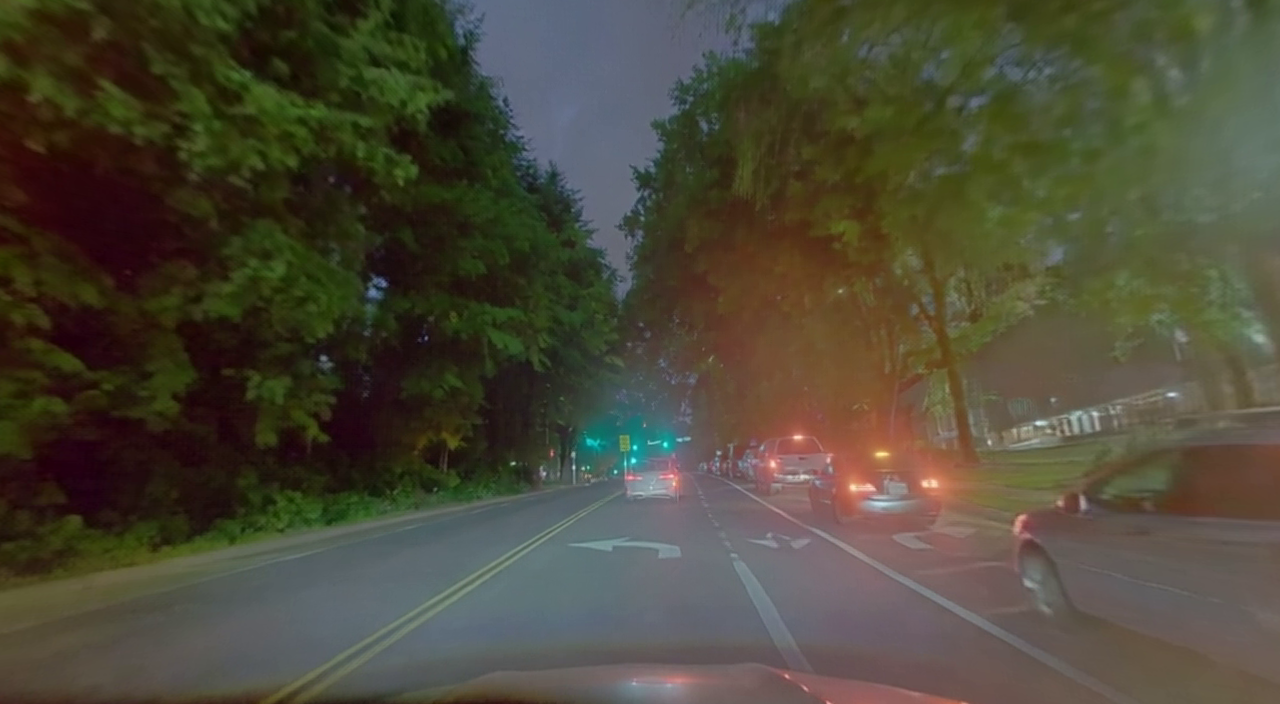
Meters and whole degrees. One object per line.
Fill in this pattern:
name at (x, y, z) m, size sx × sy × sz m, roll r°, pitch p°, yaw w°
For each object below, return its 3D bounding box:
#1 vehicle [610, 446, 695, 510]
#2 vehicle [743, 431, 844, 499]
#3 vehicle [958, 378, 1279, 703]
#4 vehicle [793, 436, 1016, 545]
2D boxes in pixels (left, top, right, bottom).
vehicle at (0.381, 3.396, 17.498) m, size 2.078 × 1.521 × 4.058 m, roll 0°, pitch -8°, yaw 2°
vehicle at (4.516, 3.395, 19.354) m, size 2.066 × 1.804 × 4.751 m, roll 0°, pitch -8°, yaw 2°
vehicle at (3.877, 1.013, 3.334) m, size 1.957 × 1.629 × 4.609 m, roll 0°, pitch -8°, yaw 0°
vehicle at (4.238, 2.269, 11.153) m, size 1.992 × 1.469 × 4.823 m, roll 0°, pitch -8°, yaw 2°
